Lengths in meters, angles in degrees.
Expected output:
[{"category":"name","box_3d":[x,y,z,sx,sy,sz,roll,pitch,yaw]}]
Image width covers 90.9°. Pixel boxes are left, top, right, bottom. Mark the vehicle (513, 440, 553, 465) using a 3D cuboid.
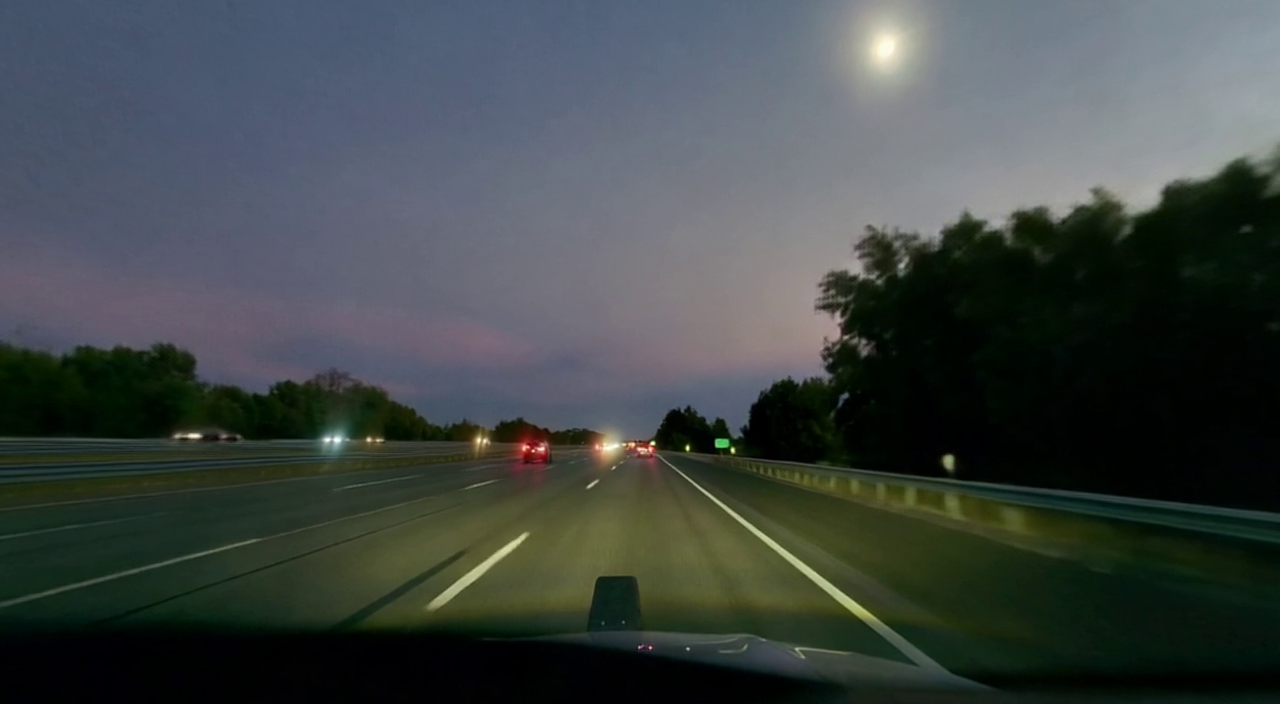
[{"category":"vehicle","box_3d":[-7.214,6.840,42.870,1.972,1.603,3.891,0,-8,1]}]
